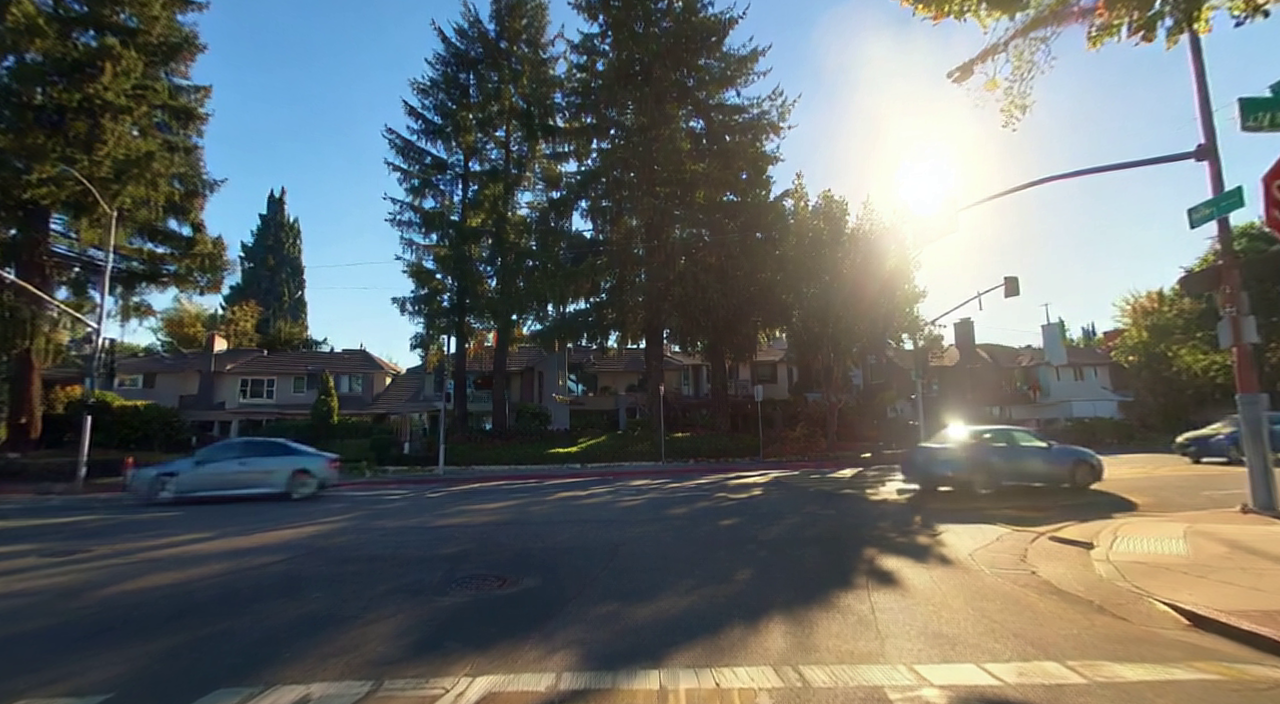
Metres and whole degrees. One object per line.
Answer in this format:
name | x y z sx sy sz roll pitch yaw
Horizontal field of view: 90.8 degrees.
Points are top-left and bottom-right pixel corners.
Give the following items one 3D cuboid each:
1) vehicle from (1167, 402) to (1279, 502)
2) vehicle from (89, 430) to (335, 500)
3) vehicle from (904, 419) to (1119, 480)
vehicle | 12.785 1.856 11.856 4.208 1.685 2.014 1 -8 -8
vehicle | -9.944 2.648 15.202 4.548 1.469 1.864 3 -9 -23
vehicle | 9.842 2.570 16.843 4.990 1.454 1.875 2 -9 -15
